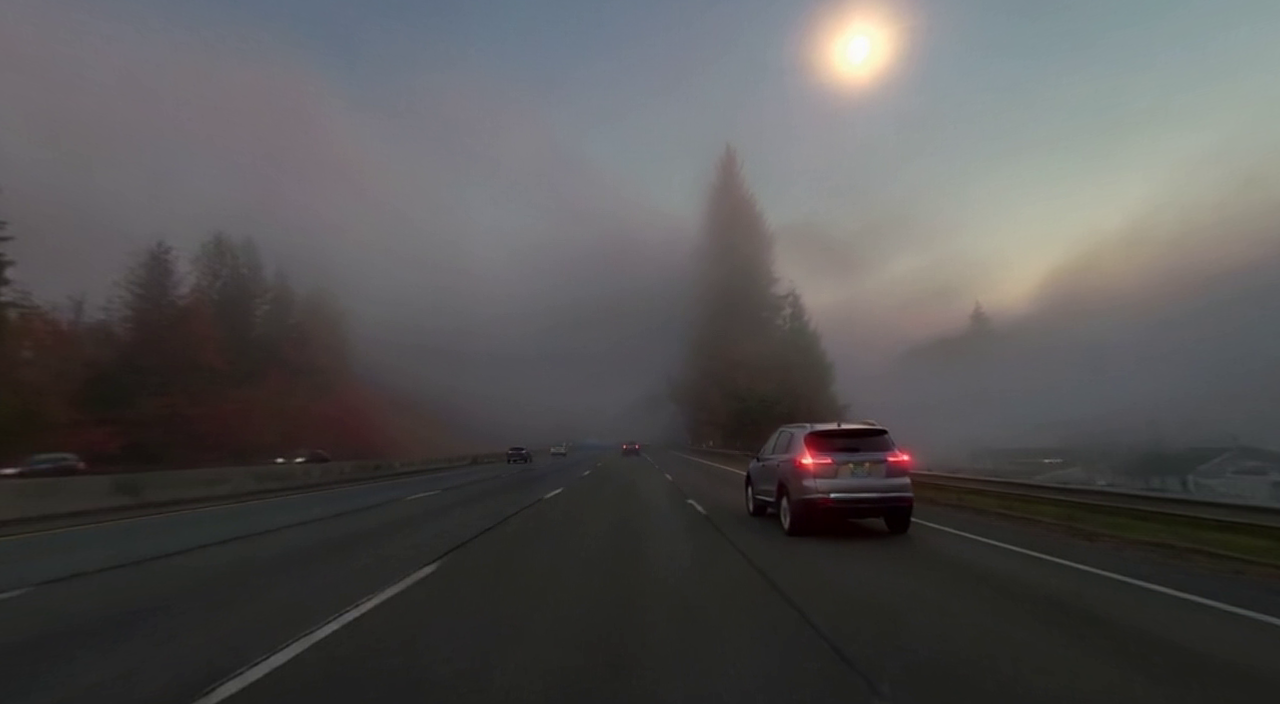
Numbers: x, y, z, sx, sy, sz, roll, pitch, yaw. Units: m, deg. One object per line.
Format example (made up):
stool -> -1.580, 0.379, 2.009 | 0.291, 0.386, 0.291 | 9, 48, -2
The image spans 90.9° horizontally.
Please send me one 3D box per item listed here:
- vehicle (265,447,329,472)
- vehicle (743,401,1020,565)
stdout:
vehicle -> -21.803, 6.831, 40.234 | 1.783, 1.459, 4.065 | 0, -8, 0
vehicle -> 2.905, 1.689, 8.824 | 2.120, 1.706, 4.226 | 0, -8, -1
